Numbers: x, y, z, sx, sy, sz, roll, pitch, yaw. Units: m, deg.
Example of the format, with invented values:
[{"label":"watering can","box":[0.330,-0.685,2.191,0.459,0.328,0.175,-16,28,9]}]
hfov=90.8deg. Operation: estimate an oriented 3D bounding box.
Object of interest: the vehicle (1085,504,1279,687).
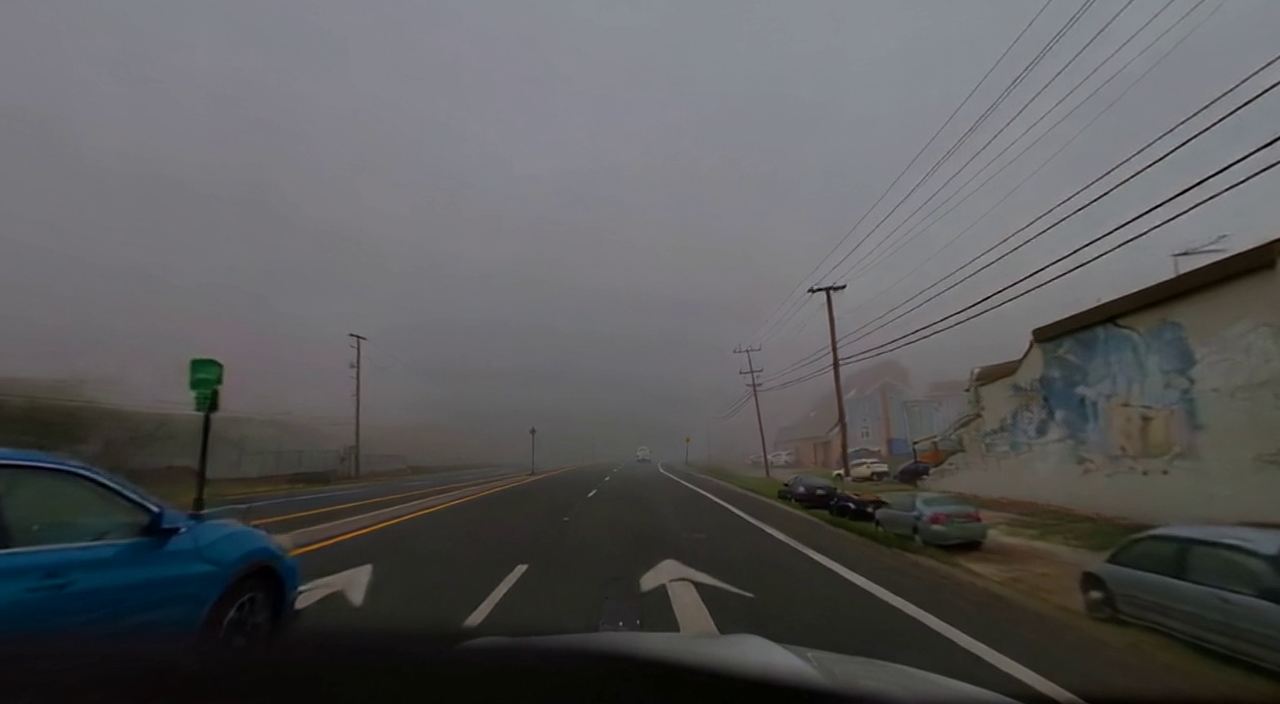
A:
[{"label":"vehicle","box":[6.925,2.462,6.344,1.838,1.475,4.152,0,-9,-1]}]

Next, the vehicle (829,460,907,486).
[{"label":"vehicle","box":[16.768,8.932,46.719,4.995,1.794,2.020,0,-9,3]}]

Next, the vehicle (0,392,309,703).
[{"label":"vehicle","box":[-2.894,0.814,1.471,1.972,1.496,4.150,0,-9,0]}]

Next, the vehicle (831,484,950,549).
[{"label":"vehicle","box":[7.255,4.790,18.785,1.896,1.451,4.070,0,-9,1]}]

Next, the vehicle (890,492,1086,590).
[{"label":"vehicle","box":[7.135,3.892,13.545,1.849,1.439,4.143,0,-9,0]}]

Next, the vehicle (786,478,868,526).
[{"label":"vehicle","box":[7.067,5.721,24.394,1.791,1.445,4.412,0,-9,0]}]
